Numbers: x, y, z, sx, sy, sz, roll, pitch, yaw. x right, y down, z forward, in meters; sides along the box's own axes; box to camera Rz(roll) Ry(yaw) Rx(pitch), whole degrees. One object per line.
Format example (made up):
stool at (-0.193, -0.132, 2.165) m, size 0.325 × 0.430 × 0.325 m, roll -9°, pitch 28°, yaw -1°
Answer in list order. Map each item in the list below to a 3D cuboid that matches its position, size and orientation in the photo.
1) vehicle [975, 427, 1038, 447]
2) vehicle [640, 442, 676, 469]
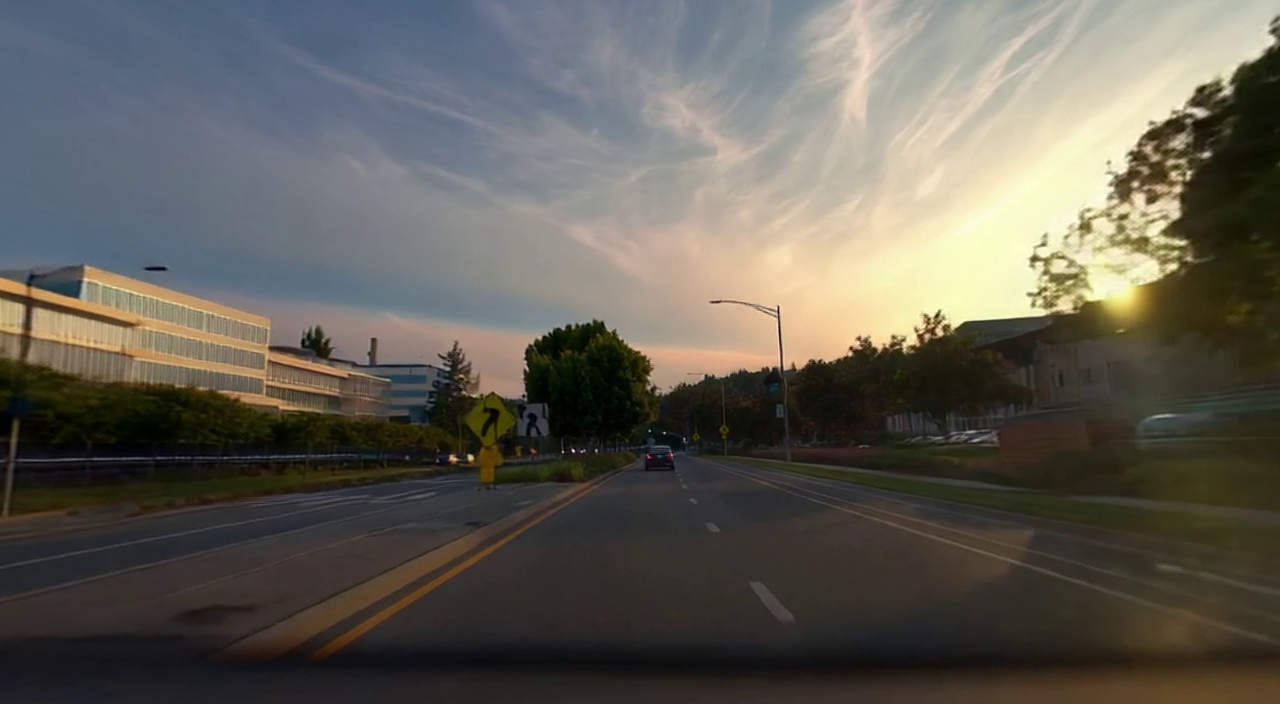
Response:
vehicle at (28.670, 6.715, 49.597) m, size 1.847 × 1.451 × 4.470 m, roll 1°, pitch -8°, yaw -7°
vehicle at (1.136, 6.709, 41.005) m, size 2.158 × 1.600 × 3.865 m, roll -1°, pitch -9°, yaw 1°
